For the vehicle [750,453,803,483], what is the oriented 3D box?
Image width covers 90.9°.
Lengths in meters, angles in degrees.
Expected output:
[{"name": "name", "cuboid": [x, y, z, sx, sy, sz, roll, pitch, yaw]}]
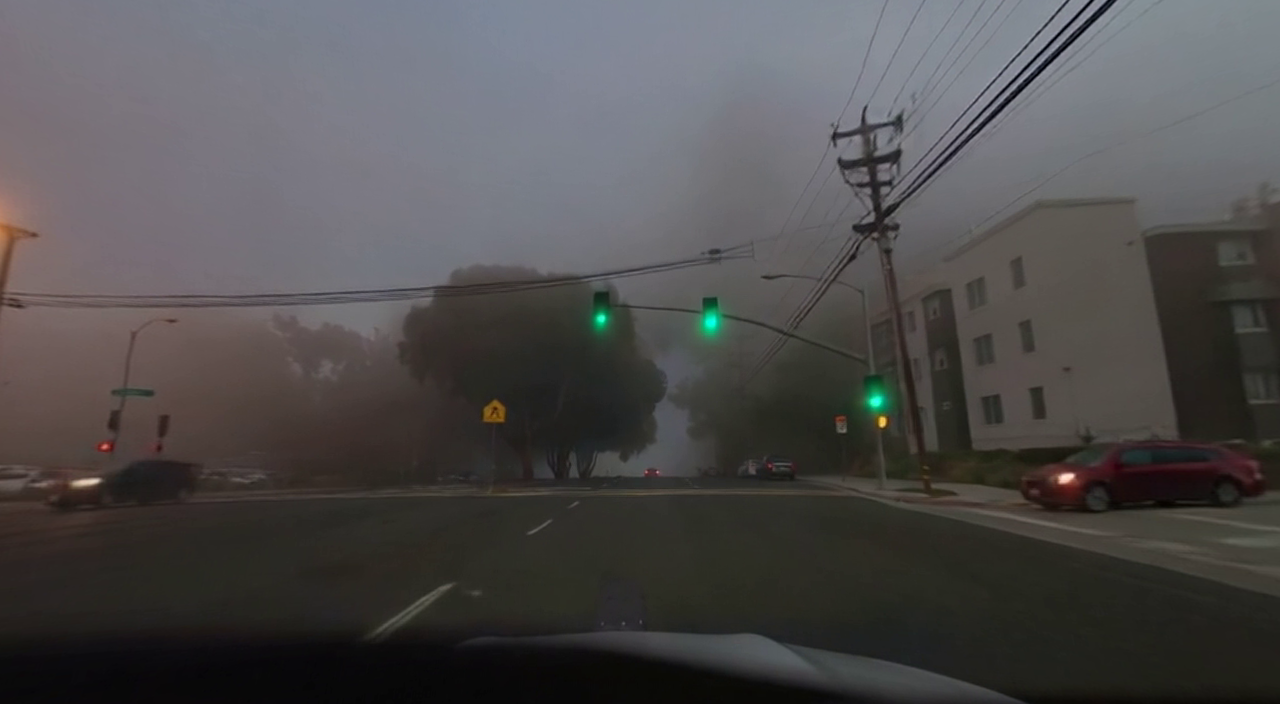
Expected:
[{"name": "vehicle", "cuboid": [7.485, 6.363, 34.964, 1.875, 1.481, 4.434, 0, -8, -1]}]

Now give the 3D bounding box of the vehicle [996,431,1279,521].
[{"name": "vehicle", "cuboid": [9.991, 2.472, 12.914, 4.171, 1.654, 1.919, -1, -8, 5]}]

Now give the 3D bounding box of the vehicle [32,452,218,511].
[{"name": "vehicle", "cuboid": [-16.056, 4.019, 20.077, 1.951, 1.595, 4.548, -1, -8, 2]}]
